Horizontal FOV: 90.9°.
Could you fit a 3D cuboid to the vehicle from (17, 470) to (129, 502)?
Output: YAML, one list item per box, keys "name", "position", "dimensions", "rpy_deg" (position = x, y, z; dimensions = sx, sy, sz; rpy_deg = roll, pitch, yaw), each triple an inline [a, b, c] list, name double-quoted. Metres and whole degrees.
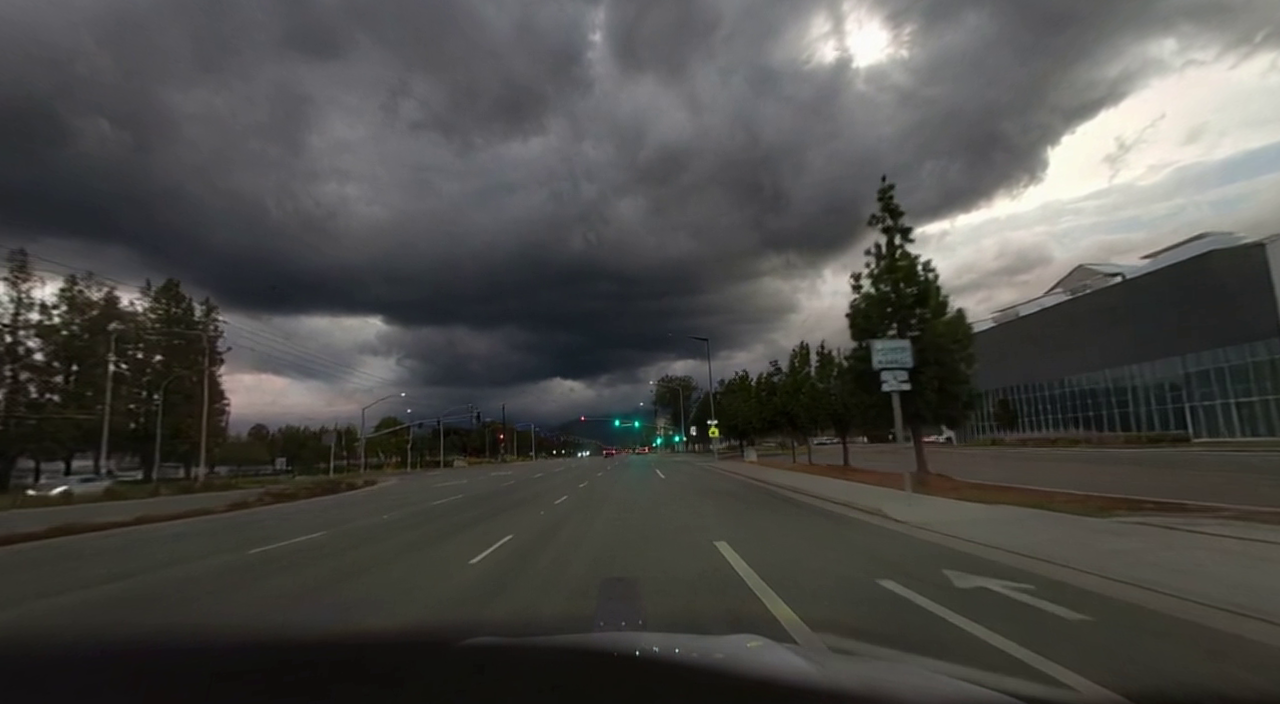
- name: "vehicle"
  position: [-32.299, 7.648, 36.151]
  dimensions: [2.013, 1.496, 4.799]
  rpy_deg: [0, -9, 0]
